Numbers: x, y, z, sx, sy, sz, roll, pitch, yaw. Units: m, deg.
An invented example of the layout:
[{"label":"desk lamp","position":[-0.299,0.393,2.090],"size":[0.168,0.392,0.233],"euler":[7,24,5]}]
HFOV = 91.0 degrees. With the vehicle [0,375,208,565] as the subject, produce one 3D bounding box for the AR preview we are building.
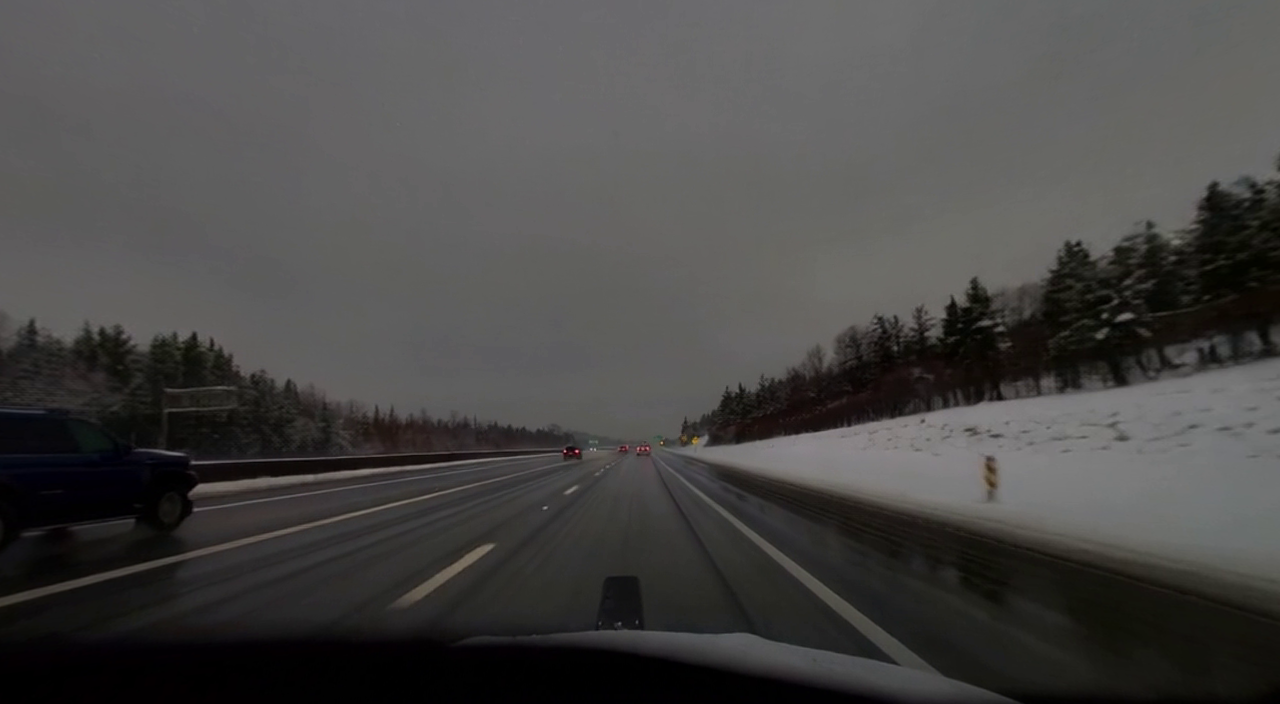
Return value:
[{"label":"vehicle","position":[-7.719,1.300,7.069],"size":[2.163,1.947,4.959],"euler":[0,-8,0]}]
